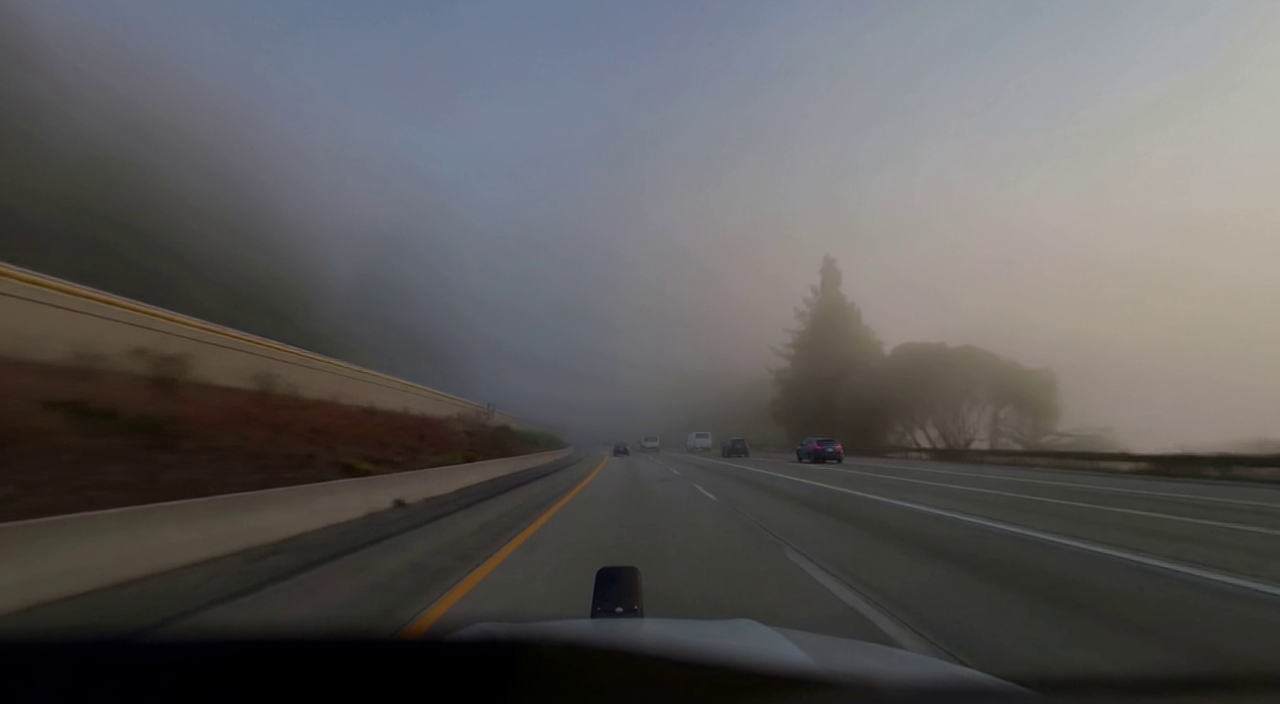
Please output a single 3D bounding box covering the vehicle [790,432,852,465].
[{"bbox_3d":[10.235,5.508,35.993,2.077,1.763,4.472,0,-8,-2],"label":"vehicle"}]
